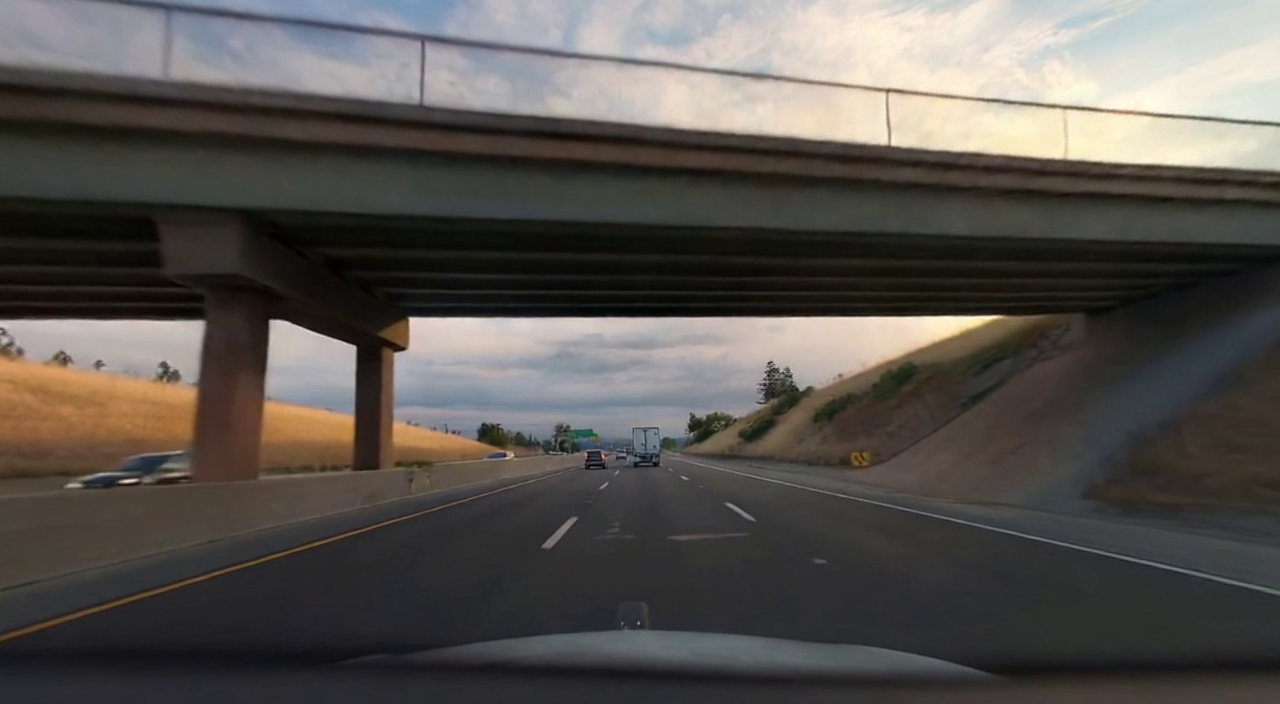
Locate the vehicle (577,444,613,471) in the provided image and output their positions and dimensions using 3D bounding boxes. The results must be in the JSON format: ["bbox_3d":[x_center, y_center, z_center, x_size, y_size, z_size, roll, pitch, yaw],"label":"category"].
[{"bbox_3d":[-2.888,6.864,41.077,2.007,1.647,3.854,0,-9,1],"label":"vehicle"}]

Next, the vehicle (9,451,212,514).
[{"bbox_3d":[-15.403,3.763,18.810,1.889,1.591,4.713,0,-9,1],"label":"vehicle"}]
